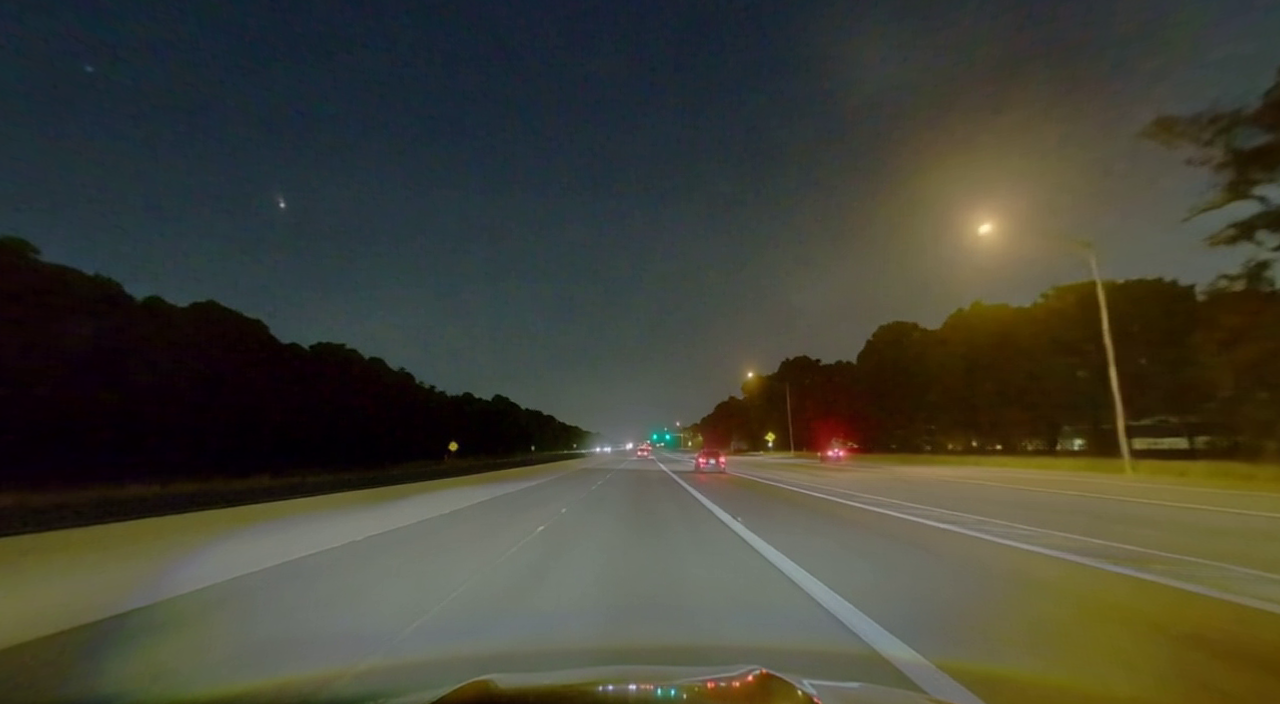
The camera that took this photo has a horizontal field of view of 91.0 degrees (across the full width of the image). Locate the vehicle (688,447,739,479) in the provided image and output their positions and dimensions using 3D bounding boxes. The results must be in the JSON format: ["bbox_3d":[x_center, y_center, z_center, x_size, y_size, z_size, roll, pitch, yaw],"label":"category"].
[{"bbox_3d":[3.732,5.741,32.735,2.115,1.522,4.330,0,-9,0],"label":"vehicle"}]
